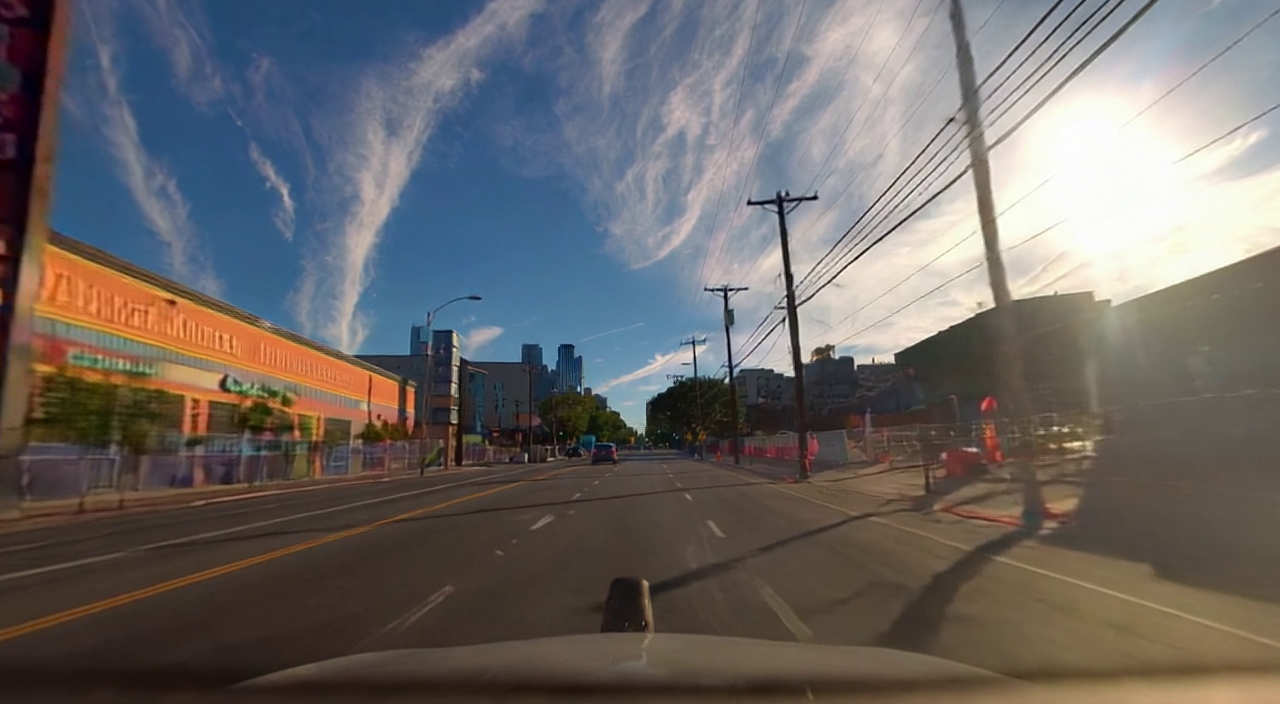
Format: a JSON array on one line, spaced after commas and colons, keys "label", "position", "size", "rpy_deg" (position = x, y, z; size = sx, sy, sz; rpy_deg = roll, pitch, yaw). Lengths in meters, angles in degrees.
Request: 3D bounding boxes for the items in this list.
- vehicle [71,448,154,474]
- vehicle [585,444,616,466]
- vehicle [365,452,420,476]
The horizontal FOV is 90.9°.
[{"label": "vehicle", "position": [-39.919, 8.264, 47.809], "size": [4.290, 1.788, 2.165], "rpy_deg": [0, -8, -1]}, {"label": "vehicle", "position": [-2.983, 7.887, 48.630], "size": [2.036, 1.589, 4.549], "rpy_deg": [-1, -8, 2]}, {"label": "vehicle", "position": [-17.056, 7.734, 43.655], "size": [1.995, 1.460, 4.802], "rpy_deg": [-1, -8, -2]}]
